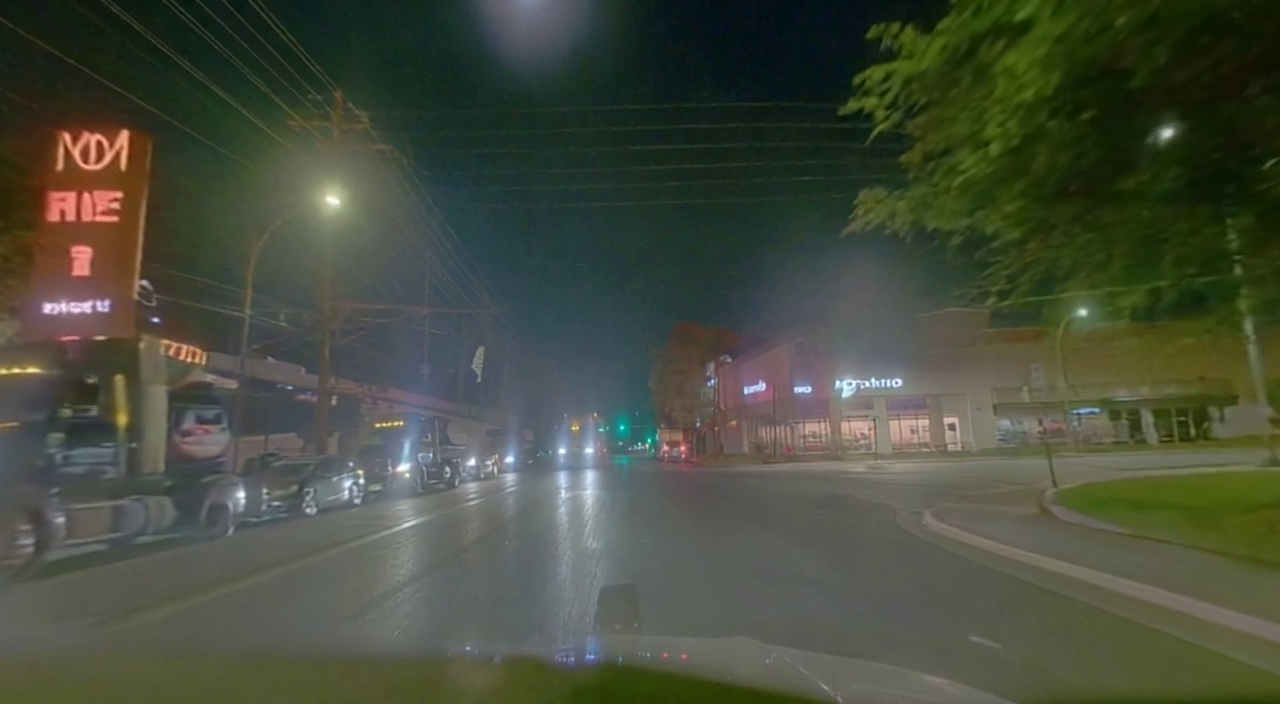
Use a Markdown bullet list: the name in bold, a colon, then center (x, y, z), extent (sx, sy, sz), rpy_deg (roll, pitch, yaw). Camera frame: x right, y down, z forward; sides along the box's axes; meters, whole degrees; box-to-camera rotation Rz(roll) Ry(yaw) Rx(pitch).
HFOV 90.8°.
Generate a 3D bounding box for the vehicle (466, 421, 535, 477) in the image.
- **vehicle**: center (-8.704, 6.152, 40.312), extent (2.745, 3.157, 7.388), rpy_deg (-1, -8, 0)

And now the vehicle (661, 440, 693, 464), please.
- **vehicle**: center (2.877, 7.900, 49.916), extent (2.097, 1.784, 4.915), rpy_deg (0, -8, -1)

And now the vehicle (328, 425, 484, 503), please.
- **vehicle**: center (-8.088, 3.979, 23.028), extent (2.737, 2.345, 7.210), rpy_deg (-1, -8, 2)

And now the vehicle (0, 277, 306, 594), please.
- **vehicle**: center (-8.359, 1.351, 9.851), extent (2.811, 3.398, 6.693), rpy_deg (-3, -7, -1)

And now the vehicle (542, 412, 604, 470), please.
- **vehicle**: center (-4.192, 5.995, 42.298), extent (2.994, 3.308, 12.131), rpy_deg (0, -8, -1)
